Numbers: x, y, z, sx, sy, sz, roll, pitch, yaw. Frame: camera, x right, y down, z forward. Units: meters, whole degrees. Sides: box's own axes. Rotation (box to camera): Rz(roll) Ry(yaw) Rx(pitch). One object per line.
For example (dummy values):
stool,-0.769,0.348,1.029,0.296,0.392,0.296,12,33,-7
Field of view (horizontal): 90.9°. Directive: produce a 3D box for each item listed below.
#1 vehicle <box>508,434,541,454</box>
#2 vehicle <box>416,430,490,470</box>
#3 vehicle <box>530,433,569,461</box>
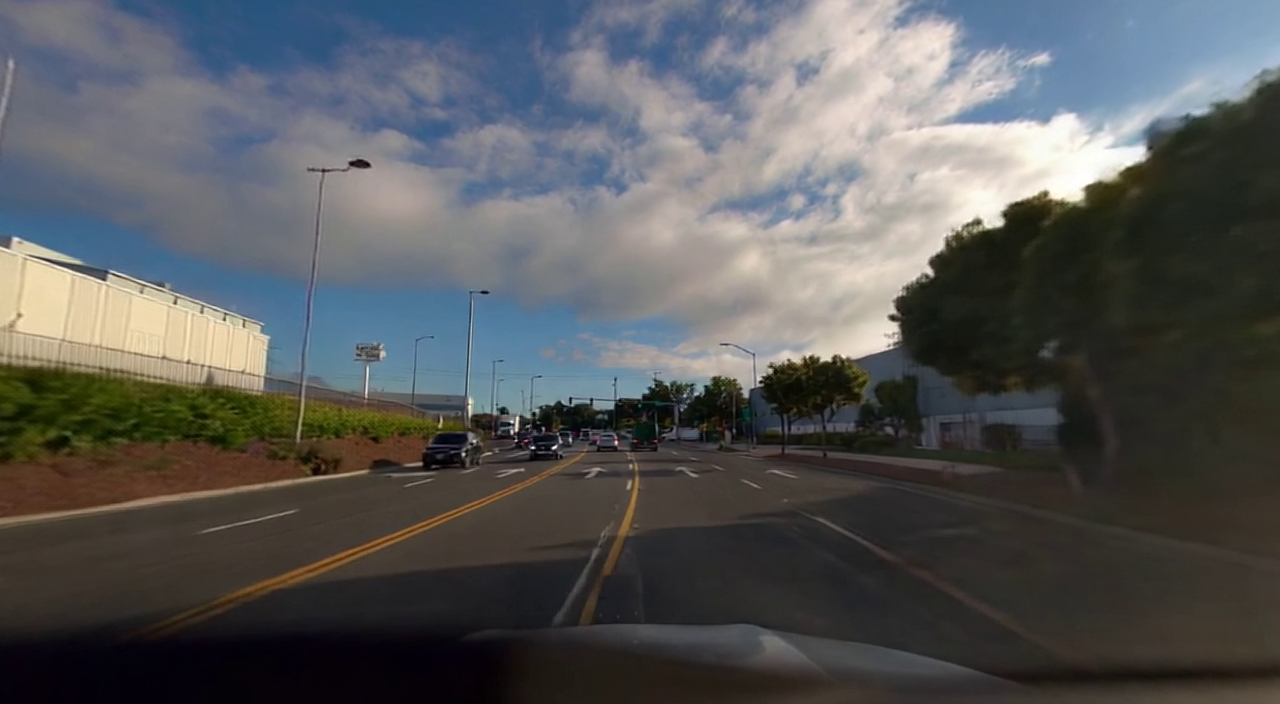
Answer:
vehicle,-8.889,7.135,48.868,1.922,1.489,3.939,0,-8,-2
vehicle,-7.828,4.121,26.748,1.957,1.588,3.965,0,-8,-1
vehicle,-5.129,5.400,36.002,1.727,1.519,3.805,0,-8,-1
